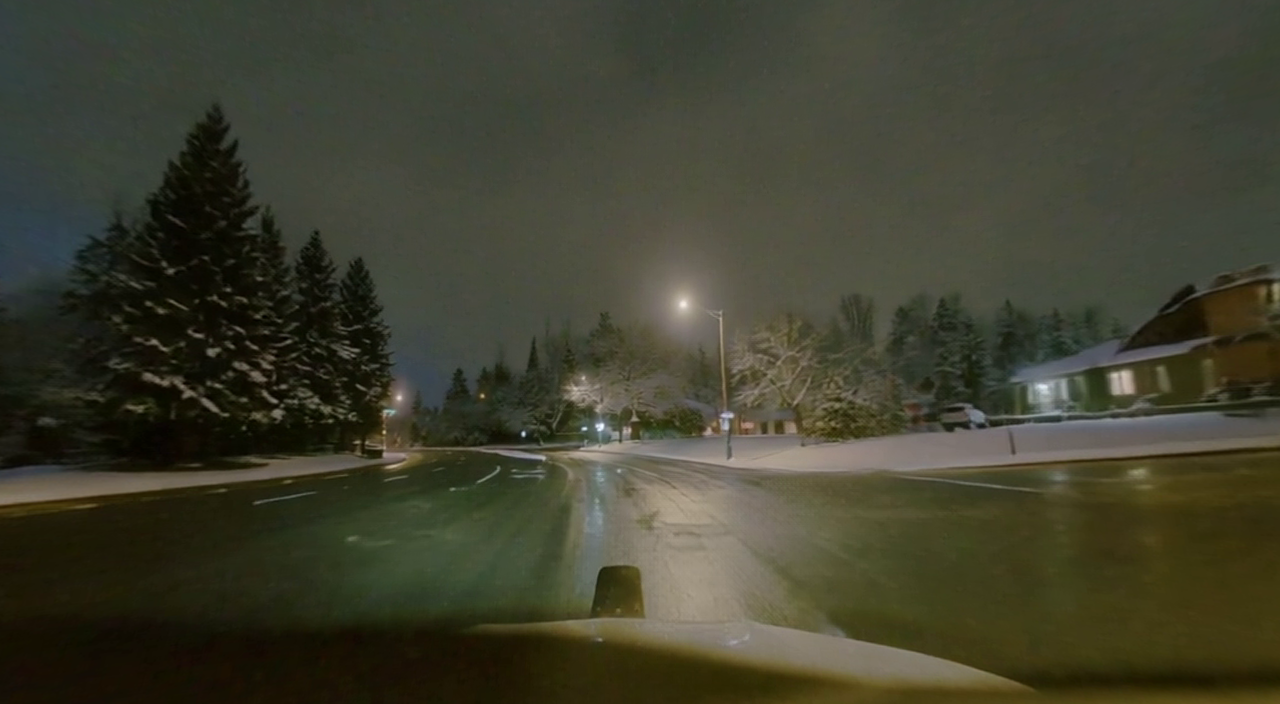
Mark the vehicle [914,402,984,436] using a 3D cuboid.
[{"bbox_3d":[18.278,3.987,37.127,4.740,1.779,2.023,8,-12,-43],"label":"vehicle"}]
